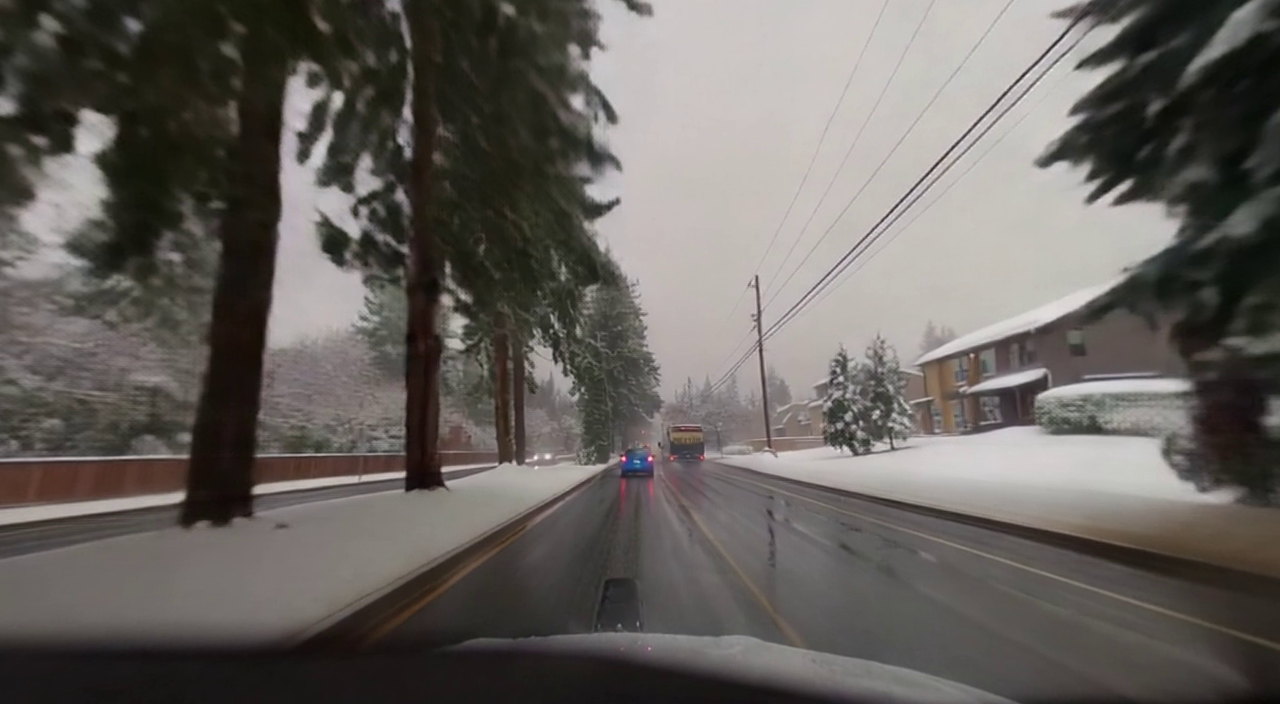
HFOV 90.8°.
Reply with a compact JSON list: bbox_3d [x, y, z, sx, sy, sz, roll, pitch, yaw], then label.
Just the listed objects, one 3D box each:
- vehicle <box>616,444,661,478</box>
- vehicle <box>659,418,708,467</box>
[{"bbox_3d":[-0.022,5.196,30.321,2.018,1.511,3.993,0,-8,1],"label":"vehicle"},{"bbox_3d":[3.159,7.070,49.197,2.789,3.285,12.428,0,-9,0],"label":"vehicle"}]
